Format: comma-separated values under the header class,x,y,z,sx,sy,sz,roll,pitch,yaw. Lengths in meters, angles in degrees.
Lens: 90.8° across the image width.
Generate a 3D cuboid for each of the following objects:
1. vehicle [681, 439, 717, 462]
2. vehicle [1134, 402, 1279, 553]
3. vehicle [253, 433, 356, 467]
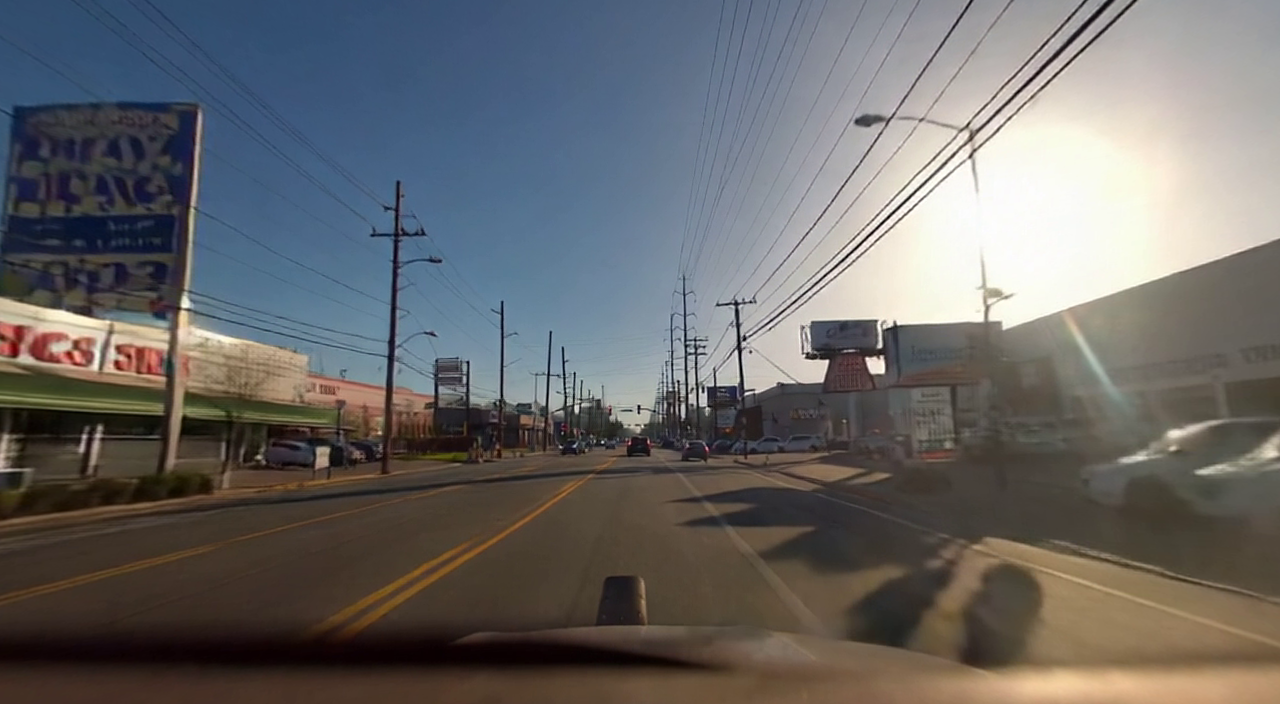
class,x,y,z,sx,sy,sz,roll,pitch,yaw
vehicle,3.952,6.682,43.075,1.926,1.482,4.442,0,-8,-1
vehicle,10.135,1.687,8.881,4.603,1.845,2.040,0,-8,-1
vehicle,-18.352,5.404,34.777,4.455,1.772,2.048,0,-8,-3
